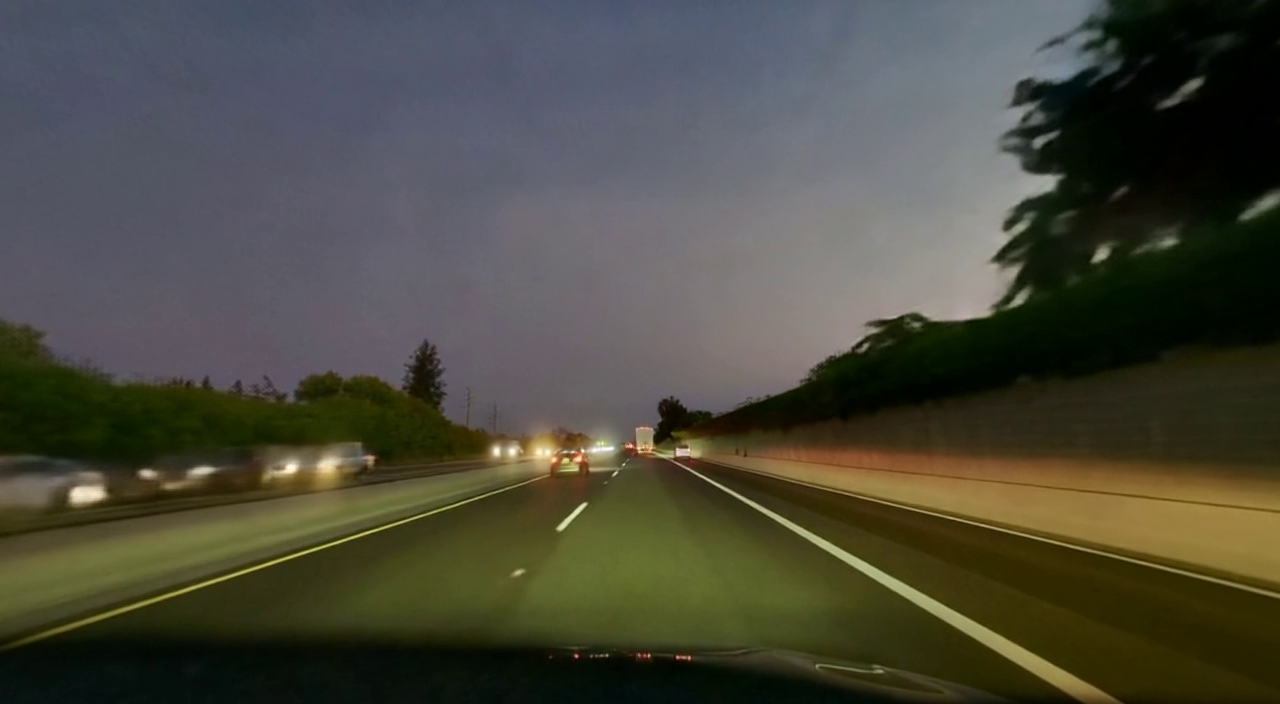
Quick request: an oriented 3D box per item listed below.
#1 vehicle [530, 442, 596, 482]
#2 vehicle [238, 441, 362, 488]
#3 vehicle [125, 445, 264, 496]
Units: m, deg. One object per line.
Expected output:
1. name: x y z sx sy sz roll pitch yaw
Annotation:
1. vehicle: -3.049 4.471 25.909 2.020 1.475 4.434 0 -9 1
2. vehicle: -12.073 4.013 22.848 1.936 1.525 4.548 0 -9 0
3. vehicle: -16.400 4.344 23.565 1.918 1.668 4.421 0 -9 0
